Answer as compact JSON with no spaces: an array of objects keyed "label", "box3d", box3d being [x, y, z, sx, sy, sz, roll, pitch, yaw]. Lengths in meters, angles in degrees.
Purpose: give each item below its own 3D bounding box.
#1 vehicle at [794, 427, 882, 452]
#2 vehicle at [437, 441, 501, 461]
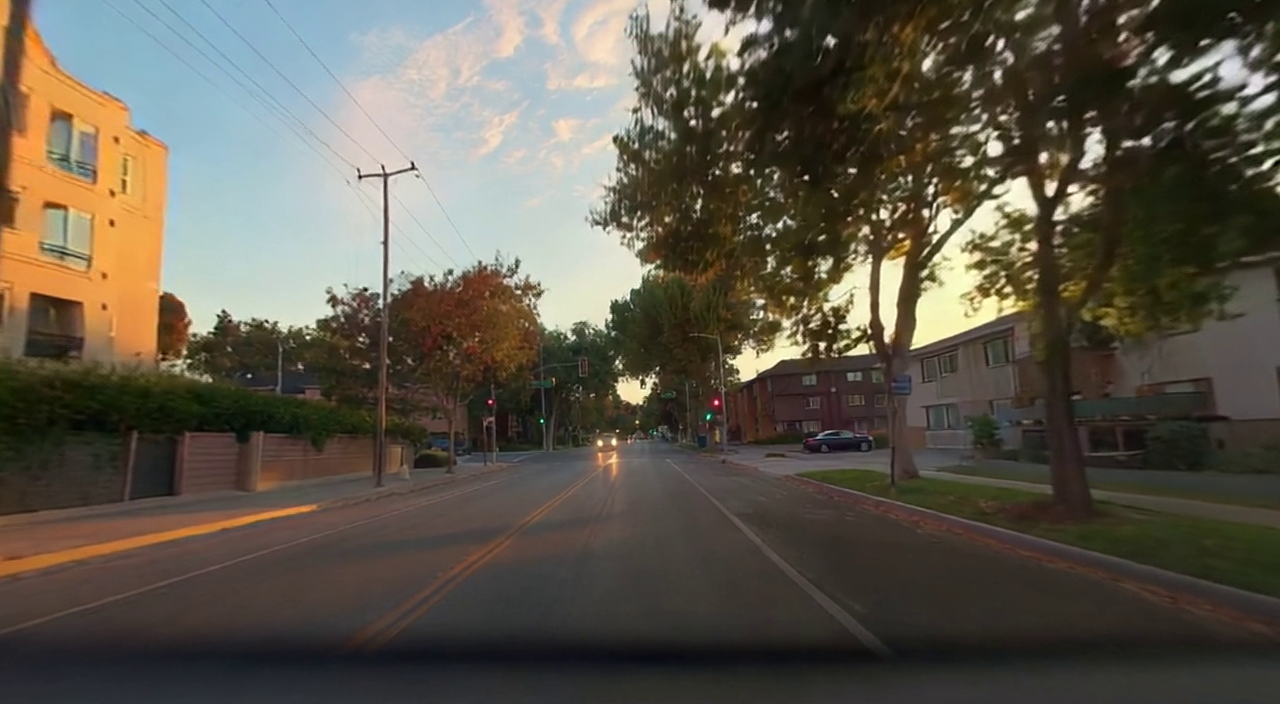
[{"label":"vehicle","box3d":[12.686,5.644,40.667,4.908,1.521,2.108,0,-8,-4]},{"label":"vehicle","box3d":[-12.551,7.282,46.575,4.135,1.424,1.945,-1,-9,4]}]
